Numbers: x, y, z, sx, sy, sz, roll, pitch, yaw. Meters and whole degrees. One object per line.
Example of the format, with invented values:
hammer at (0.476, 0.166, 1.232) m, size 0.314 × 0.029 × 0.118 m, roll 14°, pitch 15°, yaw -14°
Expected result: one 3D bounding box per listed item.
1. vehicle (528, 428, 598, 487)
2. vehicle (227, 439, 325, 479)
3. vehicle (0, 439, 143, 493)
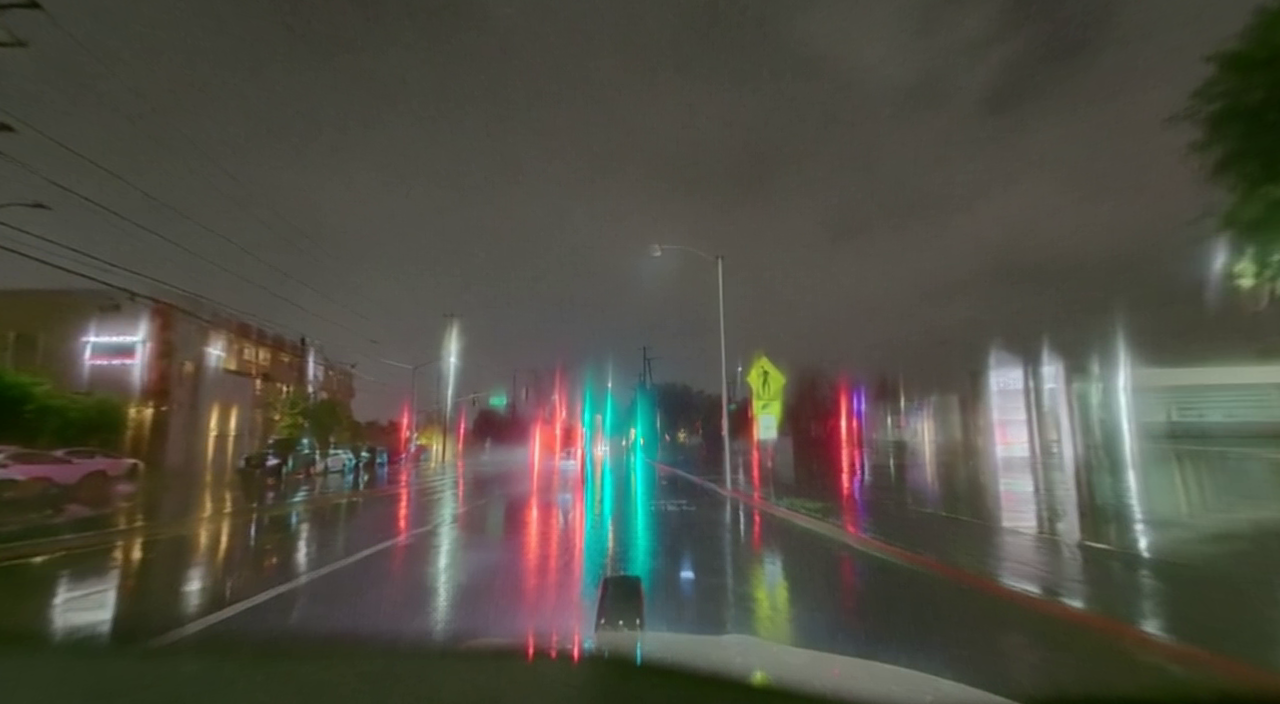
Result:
vehicle at (-2.450, 3.481, 21.079) m, size 2.022 × 1.757 × 4.041 m, roll 0°, pitch -8°, yaw -3°
vehicle at (-21.630, 6.381, 37.963) m, size 2.369 × 2.159 × 6.388 m, roll 0°, pitch -8°, yaw -3°
vehicle at (-27.091, 5.302, 29.399) m, size 5.928 × 2.096 × 2.250 m, roll -3°, pitch -7°, yaw -3°
